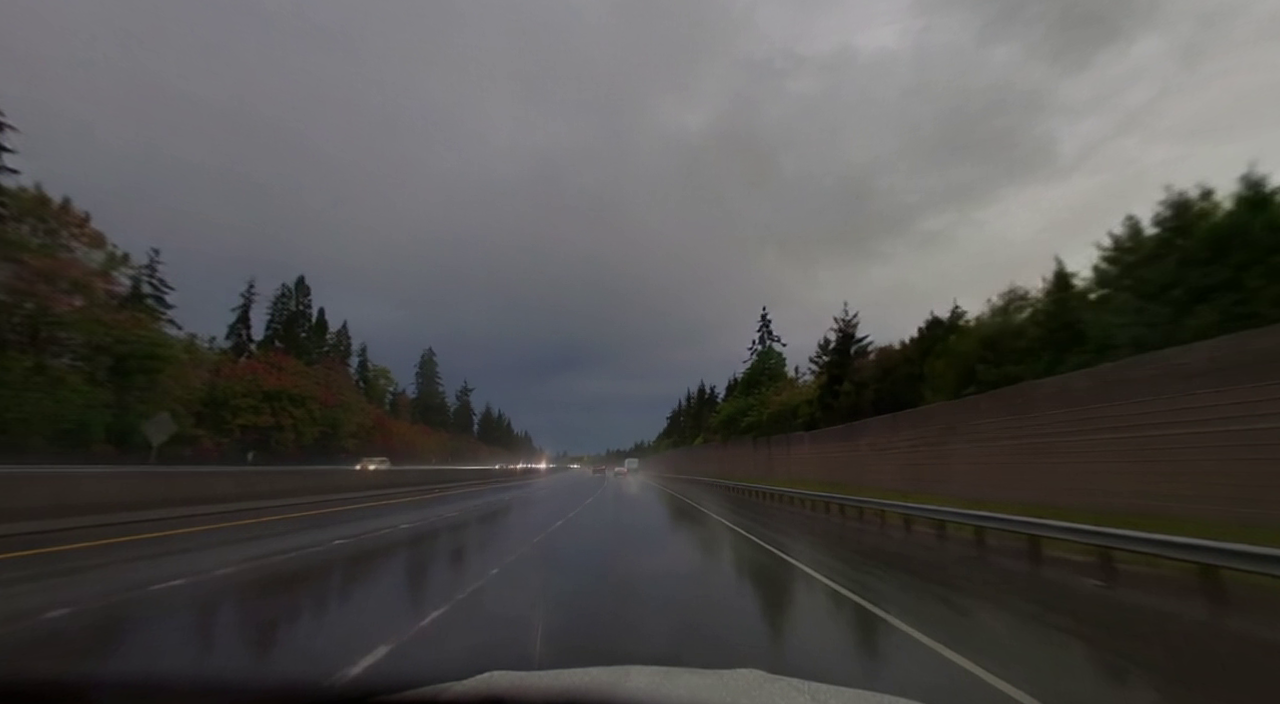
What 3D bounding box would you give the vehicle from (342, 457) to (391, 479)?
[{"bbox_3d":[-21.494,9.167,49.715,1.979,1.590,4.456,1,-10,-2],"label":"vehicle"}]
